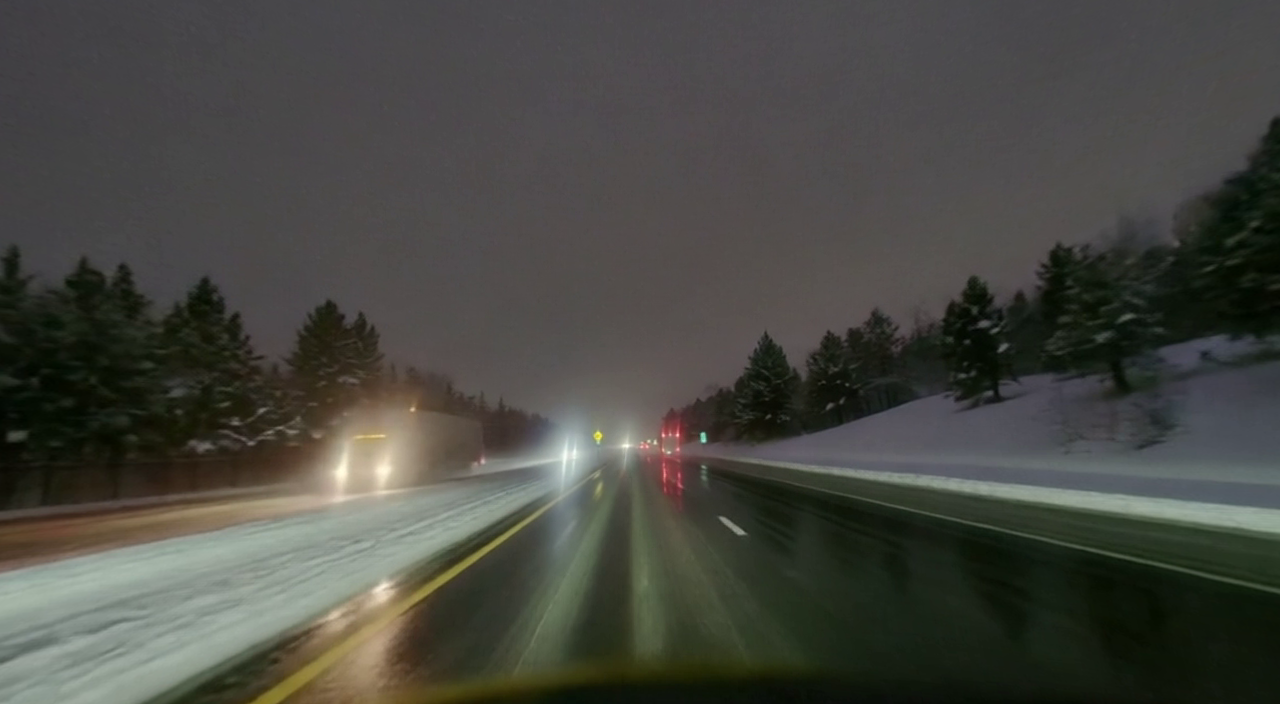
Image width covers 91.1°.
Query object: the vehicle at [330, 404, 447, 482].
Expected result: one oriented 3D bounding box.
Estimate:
[{"bbox_3d":[-14.491,5.462,37.443,2.940,3.967,9.843,0,-9,-1],"label":"vehicle"}]
